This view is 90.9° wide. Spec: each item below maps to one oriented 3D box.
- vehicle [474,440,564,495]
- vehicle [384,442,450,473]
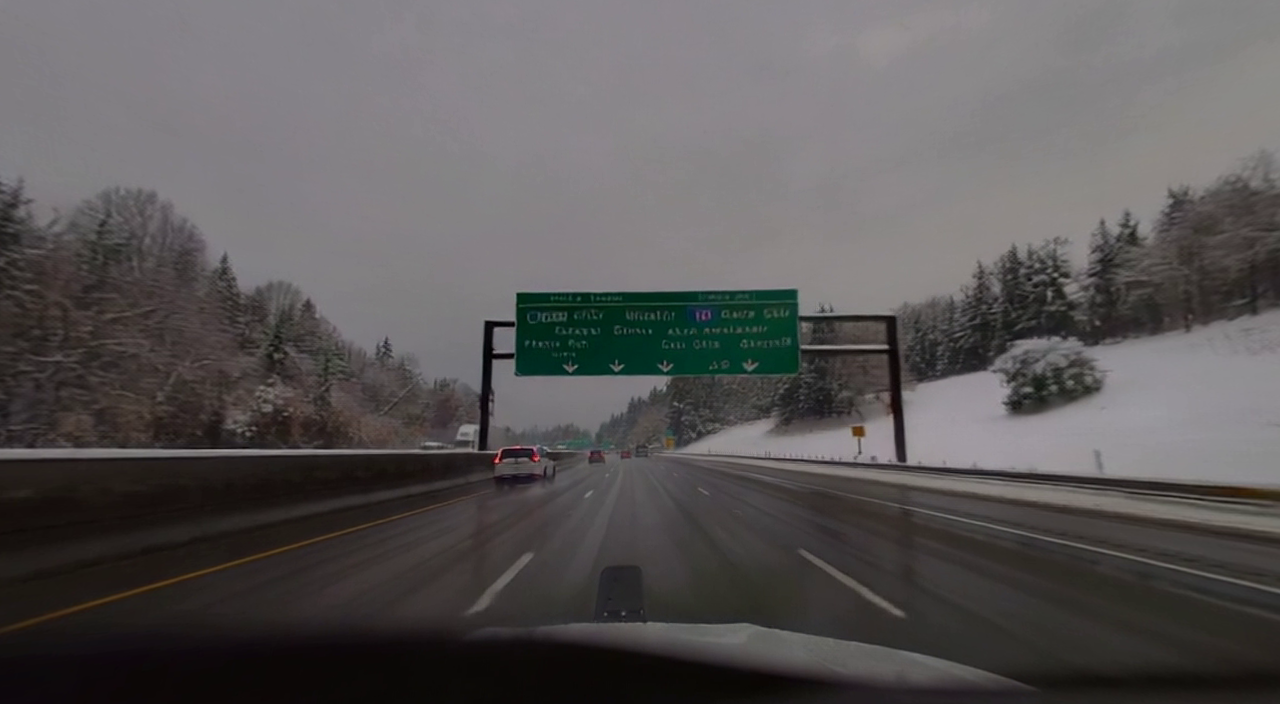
[{"bbox_3d":[-3.800,3.721,20.612,2.028,1.584,4.481,0,-9,0],"label":"vehicle"},{"bbox_3d":[-11.778,5.589,33.627,1.925,1.519,4.505,0,-9,0],"label":"vehicle"}]
